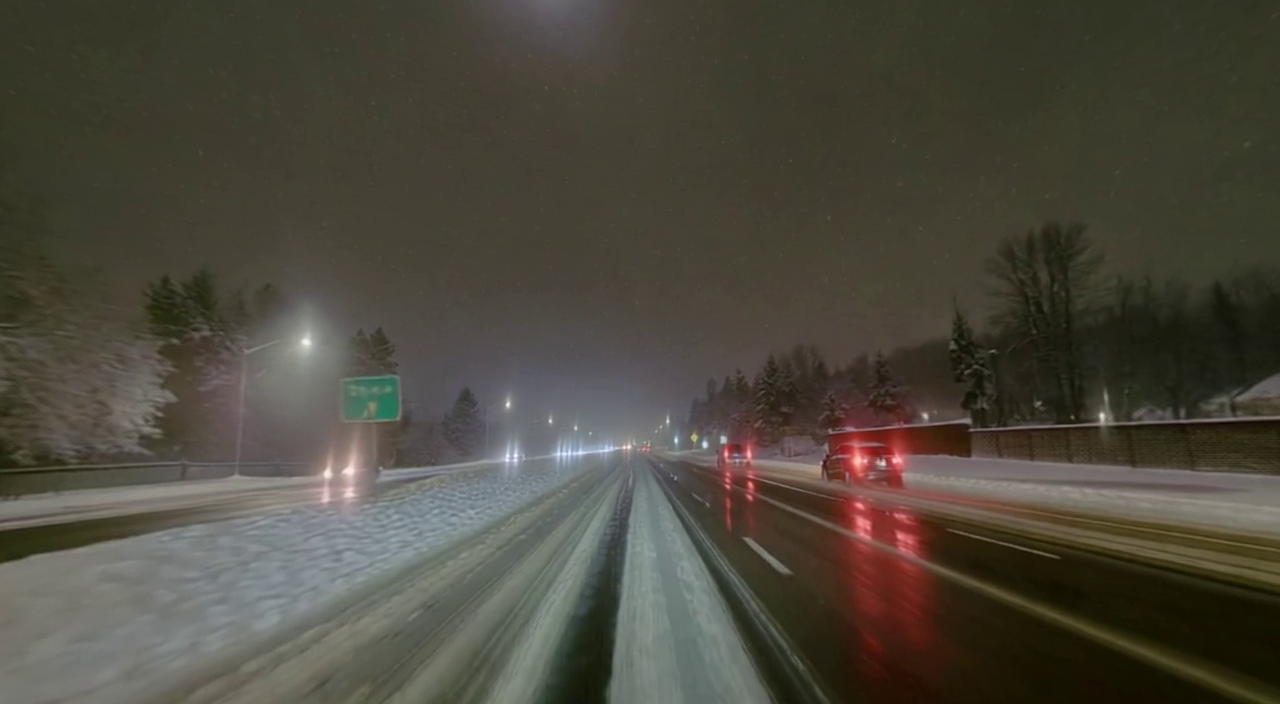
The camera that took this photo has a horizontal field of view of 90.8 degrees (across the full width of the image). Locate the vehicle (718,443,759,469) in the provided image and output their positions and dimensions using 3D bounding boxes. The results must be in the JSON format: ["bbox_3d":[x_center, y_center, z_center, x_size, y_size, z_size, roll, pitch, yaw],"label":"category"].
[{"bbox_3d":[6.632,7.036,42.989,1.987,1.597,4.463,0,-8,-1],"label":"vehicle"}]

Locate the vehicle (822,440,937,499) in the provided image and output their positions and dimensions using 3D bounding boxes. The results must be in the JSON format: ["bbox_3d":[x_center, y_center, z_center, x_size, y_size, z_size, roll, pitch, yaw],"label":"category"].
[{"bbox_3d":[6.771,3.331,18.309,1.838,1.518,3.713,0,-8,0],"label":"vehicle"}]

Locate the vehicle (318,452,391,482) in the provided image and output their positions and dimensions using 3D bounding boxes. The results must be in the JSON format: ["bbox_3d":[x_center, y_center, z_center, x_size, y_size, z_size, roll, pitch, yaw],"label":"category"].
[{"bbox_3d":[-18.826,7.578,41.970,2.146,1.797,5.570,0,-8,1],"label":"vehicle"}]
